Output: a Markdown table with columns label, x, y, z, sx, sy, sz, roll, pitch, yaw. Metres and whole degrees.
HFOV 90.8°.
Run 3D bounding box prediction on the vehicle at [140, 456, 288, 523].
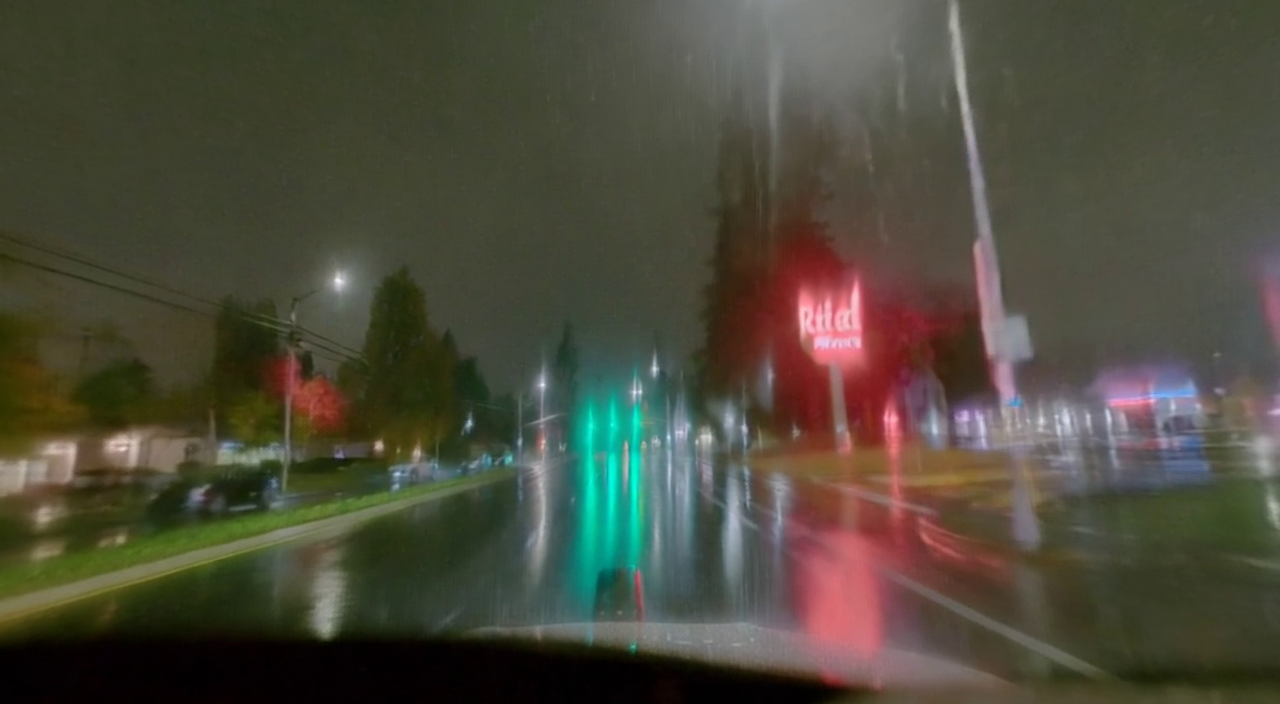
| label | x | y | z | sx | sy | sz | roll | pitch | yaw |
| --- | --- | --- | --- | --- | --- | --- | --- | --- | --- |
| vehicle | -12.658 | 4.048 | 19.092 | 1.953 | 1.558 | 3.839 | -6 | -8 | -2 |

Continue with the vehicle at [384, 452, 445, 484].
| label | x | y | z | sx | sy | sz | roll | pitch | yaw |
| --- | --- | --- | --- | --- | --- | --- | --- | --- | --- |
| vehicle | -12.809 | 6.545 | 36.078 | 1.986 | 1.488 | 4.330 | -4 | -8 | -2 |

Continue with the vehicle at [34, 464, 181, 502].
| label | x | y | z | sx | sy | sz | roll | pitch | yaw |
| --- | --- | --- | --- | --- | --- | --- | --- | --- | --- |
| vehicle | -23.515 | 5.790 | 28.018 | 4.718 | 1.500 | 1.943 | 0 | -8 | 0 |
